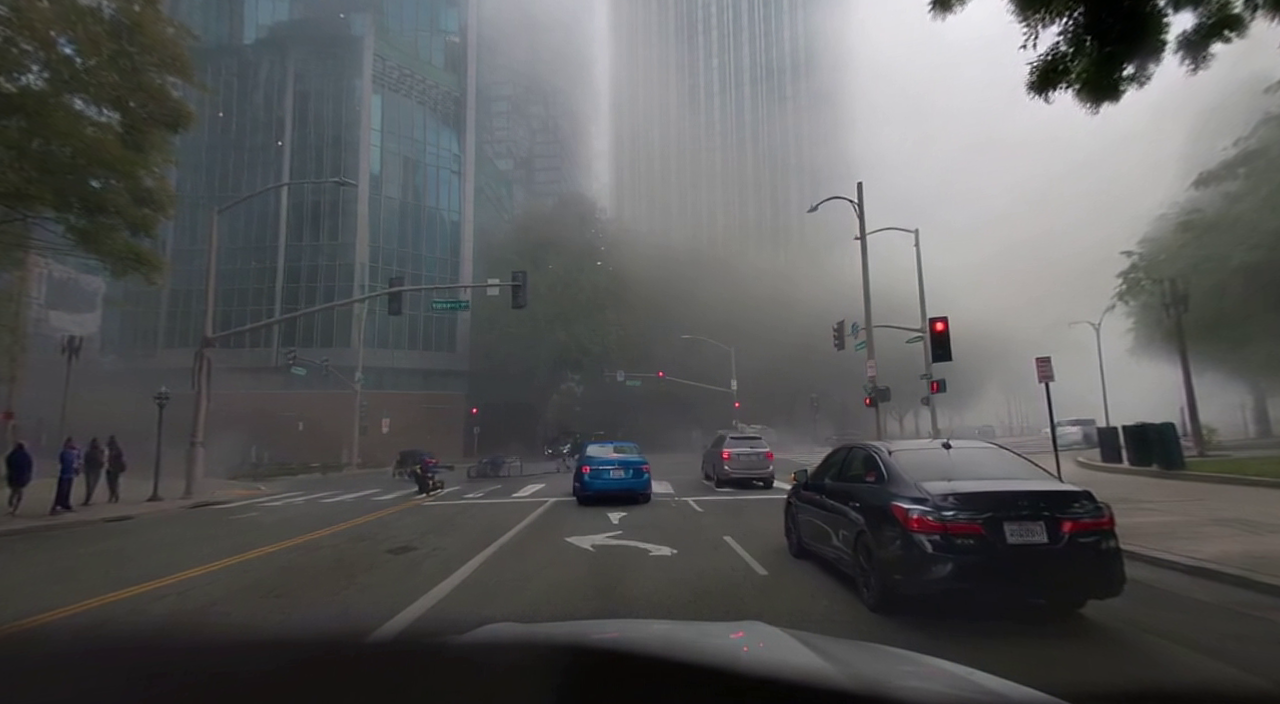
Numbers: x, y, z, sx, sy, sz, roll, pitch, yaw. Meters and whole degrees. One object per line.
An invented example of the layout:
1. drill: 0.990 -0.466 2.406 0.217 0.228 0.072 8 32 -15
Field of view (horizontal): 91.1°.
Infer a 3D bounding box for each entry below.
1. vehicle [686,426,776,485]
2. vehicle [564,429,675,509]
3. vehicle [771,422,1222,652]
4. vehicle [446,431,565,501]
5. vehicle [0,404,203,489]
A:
1. vehicle: 2.865 3.409 20.876 2.234 1.723 4.486 0 -8 -1
2. vehicle: -0.419 2.497 13.845 2.072 1.476 4.078 0 -8 -1
3. vehicle: 2.752 1.505 6.208 1.952 1.464 4.165 0 -8 -1
4. vehicle: -3.241 2.841 16.082 2.068 1.513 4.221 0 -8 1
5. vehicle: -25.693 4.305 28.602 8.989 3.623 2.884 1 -8 -3
